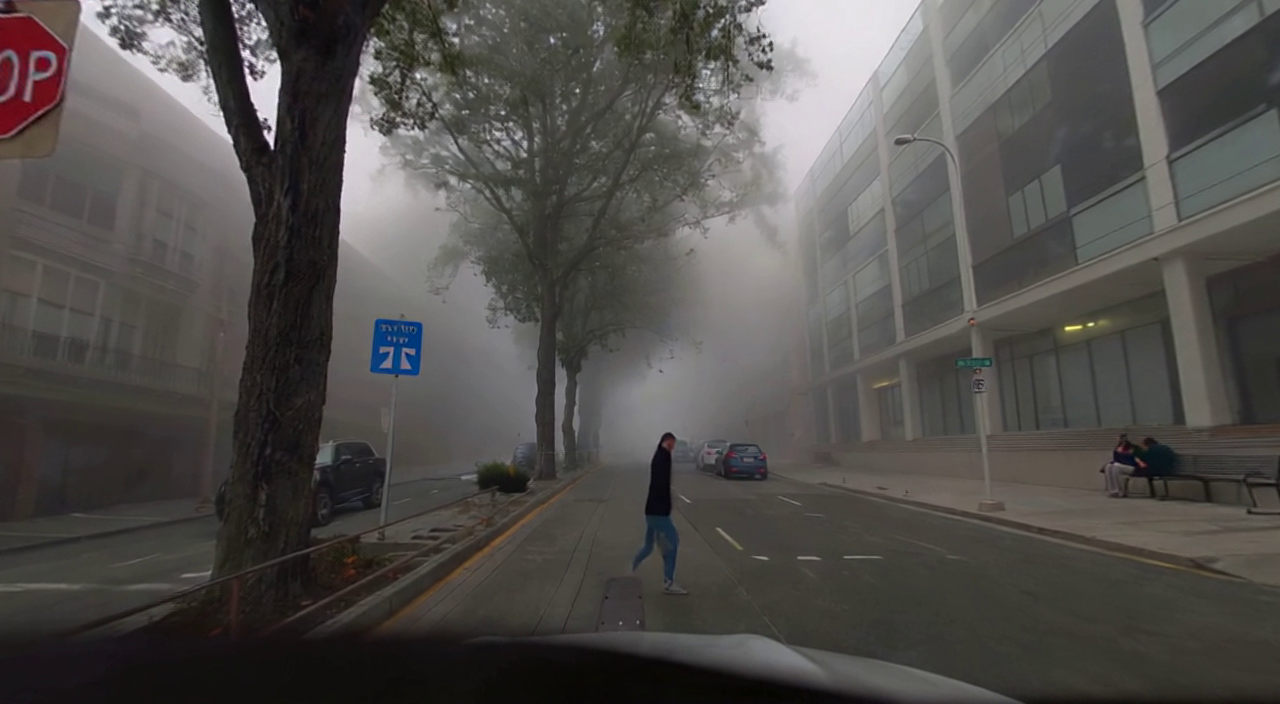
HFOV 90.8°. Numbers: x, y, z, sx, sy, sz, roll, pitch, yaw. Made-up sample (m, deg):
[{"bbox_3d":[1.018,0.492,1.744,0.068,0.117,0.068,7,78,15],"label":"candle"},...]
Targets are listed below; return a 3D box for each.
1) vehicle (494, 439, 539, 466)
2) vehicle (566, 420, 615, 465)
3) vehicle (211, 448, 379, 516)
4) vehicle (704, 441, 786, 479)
[{"bbox_3d":[-8.847,7.264,45.733,2.256,1.802,4.333,0,-8,2],"label":"vehicle"},{"bbox_3d":[-3.001,5.766,40.216,2.317,2.596,6.053,0,-8,3],"label":"vehicle"},{"bbox_3d":[-8.794,3.307,16.650,2.007,1.503,4.343,0,-8,-1],"label":"vehicle"},{"bbox_3d":[4.586,4.567,27.101,1.858,1.491,4.329,-5,-10,33],"label":"vehicle"}]
